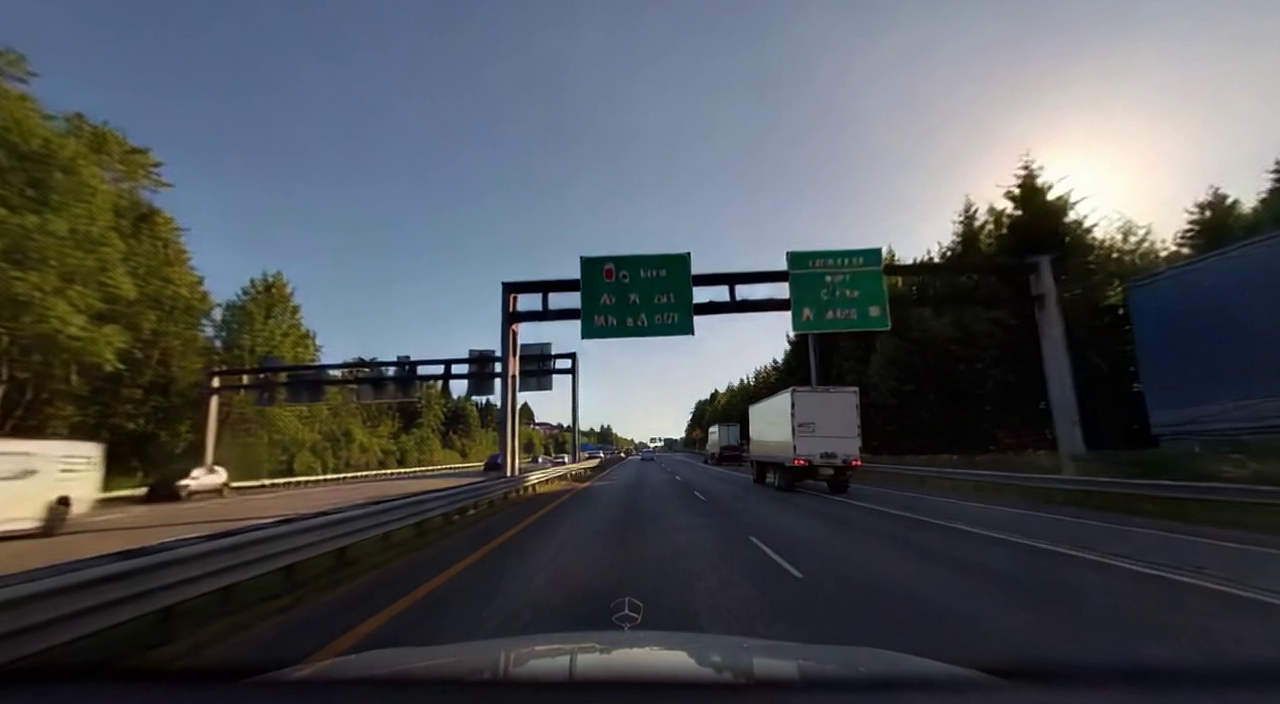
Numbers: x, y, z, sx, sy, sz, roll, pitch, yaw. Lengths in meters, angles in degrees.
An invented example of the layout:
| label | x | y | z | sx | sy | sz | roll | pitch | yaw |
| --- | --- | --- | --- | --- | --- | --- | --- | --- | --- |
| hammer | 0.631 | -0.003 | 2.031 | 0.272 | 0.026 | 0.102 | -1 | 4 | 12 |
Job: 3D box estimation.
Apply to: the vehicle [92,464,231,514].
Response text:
| label | x | y | z | sx | sy | sz | roll | pitch | yaw |
| --- | --- | --- | --- | --- | --- | --- | --- | --- | --- |
| vehicle | -17.206 | 4.907 | 22.942 | 1.865 | 1.513 | 3.969 | 0 | -9 | 0 |

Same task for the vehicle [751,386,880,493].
| label | x | y | z | sx | sy | sz | roll | pitch | yaw |
| --- | --- | --- | --- | --- | --- | --- | --- | --- | --- |
| vehicle | 6.209 | 3.309 | 23.648 | 2.743 | 3.367 | 7.306 | 0 | -9 | 0 |

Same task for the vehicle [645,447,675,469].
| label | x | y | z | sx | sy | sz | roll | pitch | yaw |
| --- | --- | --- | --- | --- | --- | --- | --- | --- | --- |
| vehicle | 1.454 | 7.677 | 45.671 | 2.049 | 1.500 | 3.790 | 0 | -9 | 2 |
